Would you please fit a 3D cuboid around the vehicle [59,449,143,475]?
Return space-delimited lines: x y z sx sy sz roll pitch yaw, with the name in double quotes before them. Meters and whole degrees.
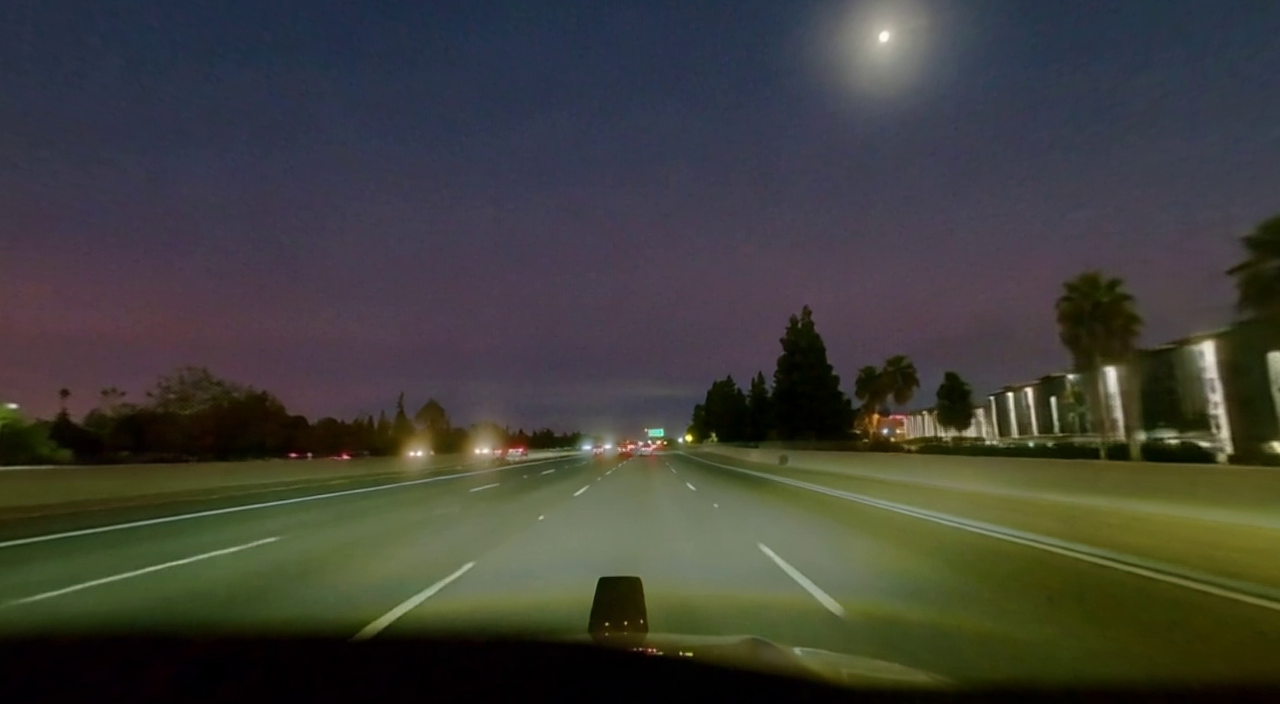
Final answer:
"vehicle" -34.708 7.059 40.734 1.750 1.449 4.161 1 -8 -1
